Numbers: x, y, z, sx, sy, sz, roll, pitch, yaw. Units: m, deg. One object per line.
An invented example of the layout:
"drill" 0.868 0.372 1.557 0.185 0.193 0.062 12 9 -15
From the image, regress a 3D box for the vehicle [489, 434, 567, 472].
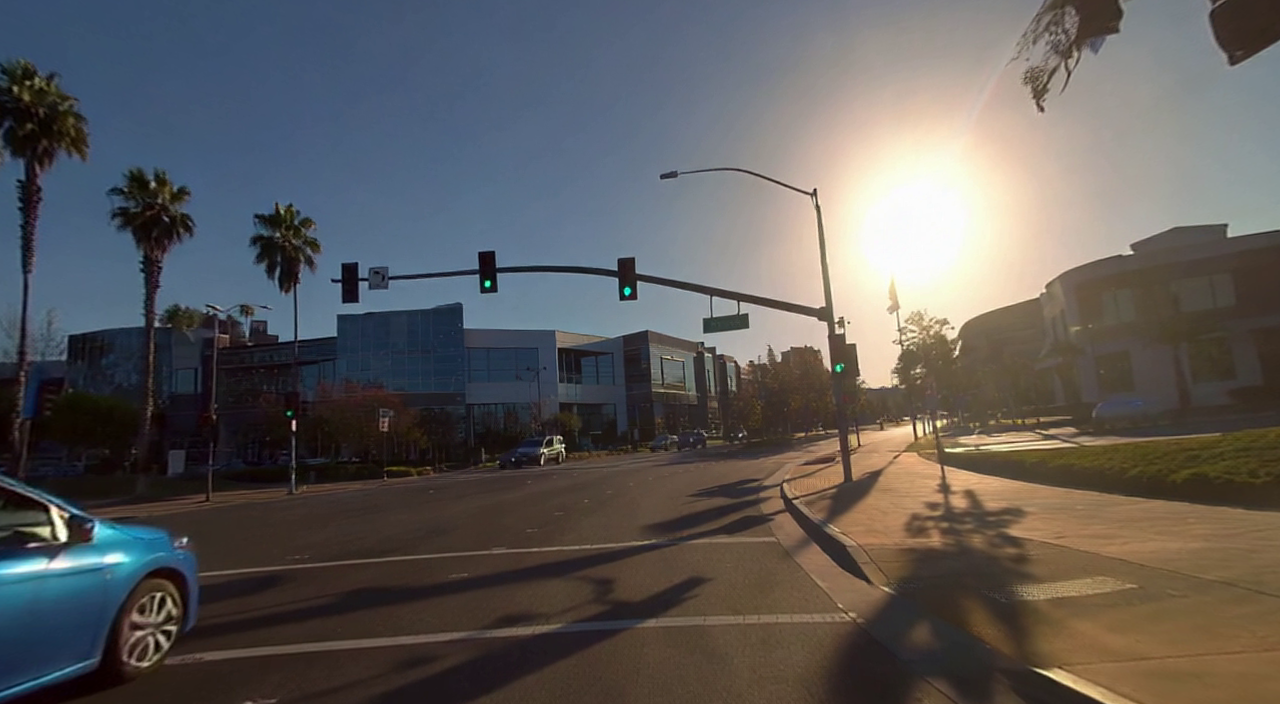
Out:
"vehicle" -5.742 5.270 33.060 2.181 1.792 4.648 -3 -9 16

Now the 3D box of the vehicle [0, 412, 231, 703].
"vehicle" -3.325 0.816 1.231 2.071 1.482 4.446 0 -9 0
